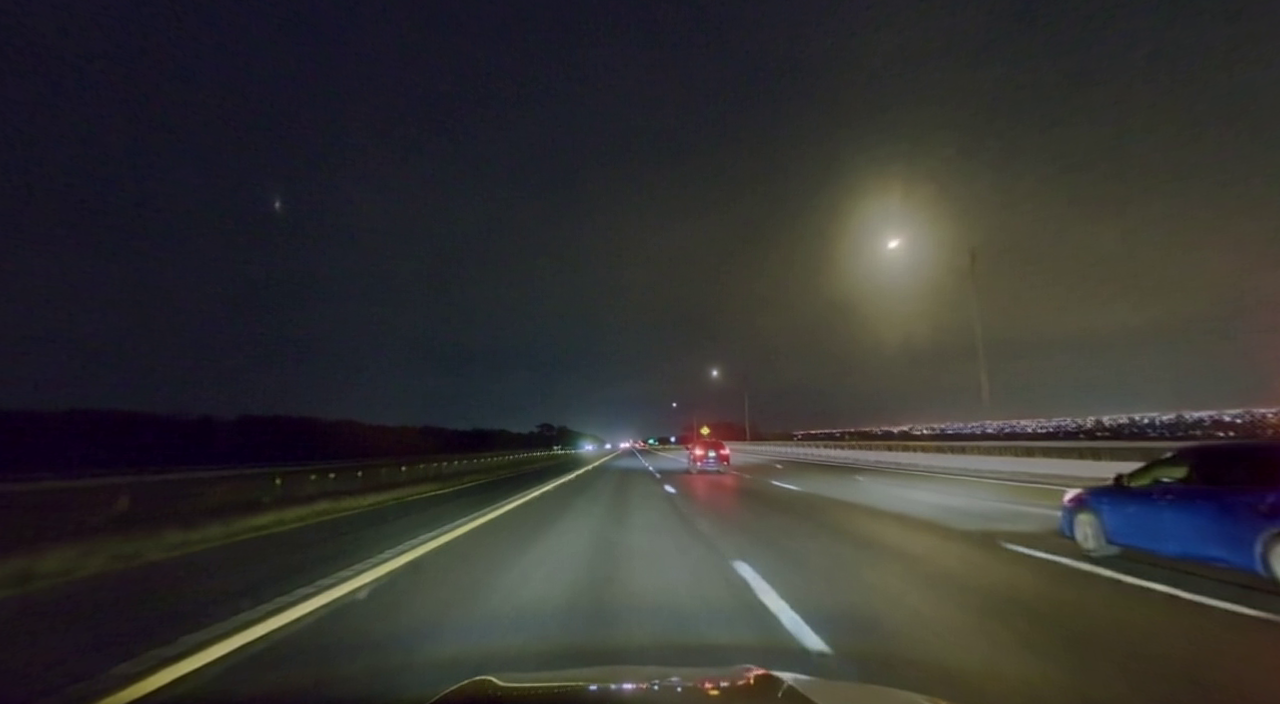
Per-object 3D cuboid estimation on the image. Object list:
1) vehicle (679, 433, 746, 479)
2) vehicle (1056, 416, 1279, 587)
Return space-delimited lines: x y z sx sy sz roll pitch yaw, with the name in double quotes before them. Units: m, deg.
"vehicle" 3.008 4.442 27.329 2.141 1.785 4.778 0 -8 -2
"vehicle" 6.722 1.390 6.049 2.046 1.509 4.929 0 -8 -1
